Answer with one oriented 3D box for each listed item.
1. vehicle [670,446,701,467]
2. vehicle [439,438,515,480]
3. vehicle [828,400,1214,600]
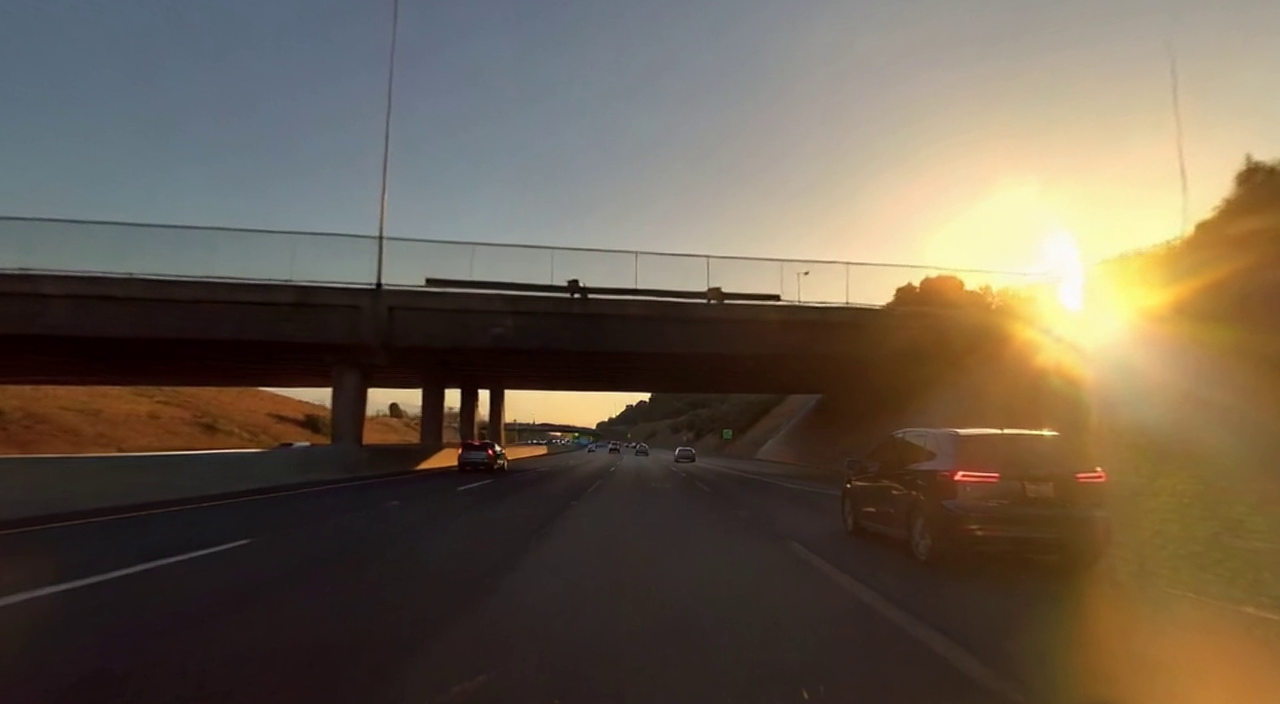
[{"bbox_3d":[3.401,7.939,47.941,2.038,1.497,4.167,0,-9,-1],"label":"vehicle"},{"bbox_3d":[-7.223,4.801,28.531,2.095,1.696,4.680,0,-9,1],"label":"vehicle"},{"bbox_3d":[4.310,1.753,8.362,2.153,1.860,4.689,0,-9,0],"label":"vehicle"}]
